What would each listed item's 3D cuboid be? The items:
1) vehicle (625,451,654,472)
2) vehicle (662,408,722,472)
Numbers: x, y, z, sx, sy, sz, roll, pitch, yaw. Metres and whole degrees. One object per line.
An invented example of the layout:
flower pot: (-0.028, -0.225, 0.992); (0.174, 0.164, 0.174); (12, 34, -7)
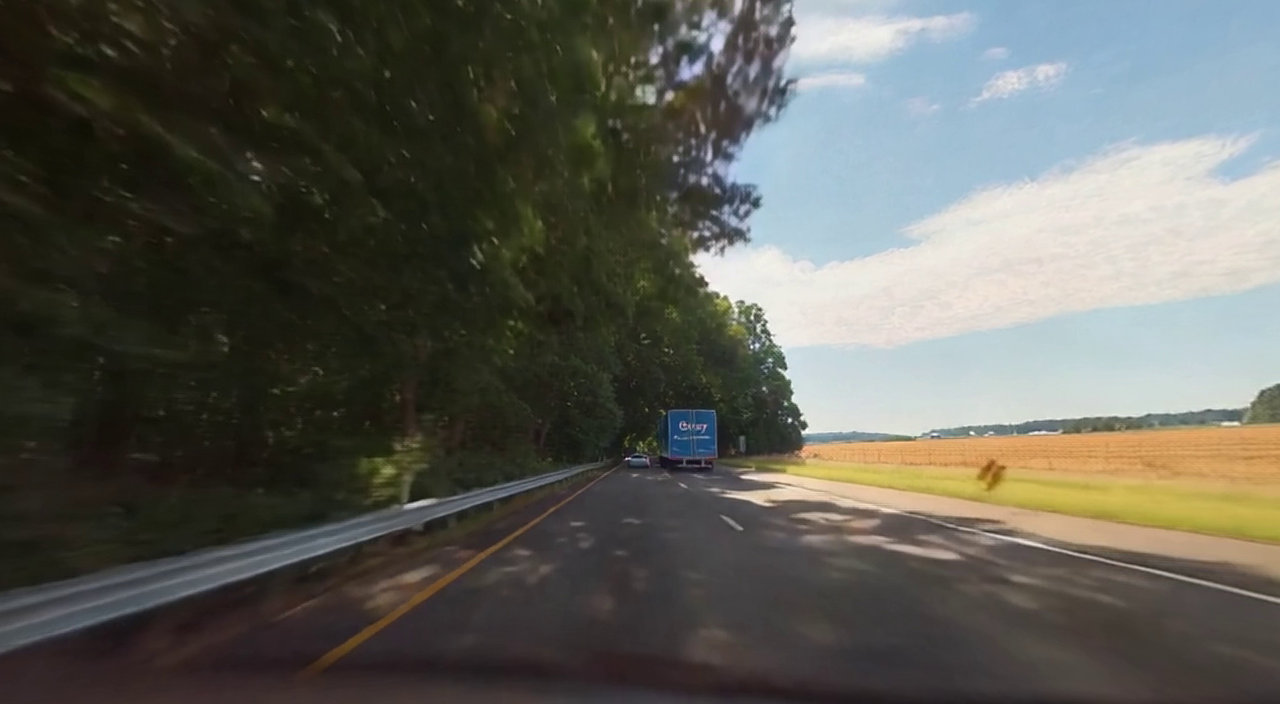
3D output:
vehicle: (-0.029, 8.241, 47.508); (2.057, 1.528, 3.958); (-1, -9, 0)
vehicle: (3.544, 6.583, 46.331); (3.440, 4.090, 11.380); (0, -9, 0)
